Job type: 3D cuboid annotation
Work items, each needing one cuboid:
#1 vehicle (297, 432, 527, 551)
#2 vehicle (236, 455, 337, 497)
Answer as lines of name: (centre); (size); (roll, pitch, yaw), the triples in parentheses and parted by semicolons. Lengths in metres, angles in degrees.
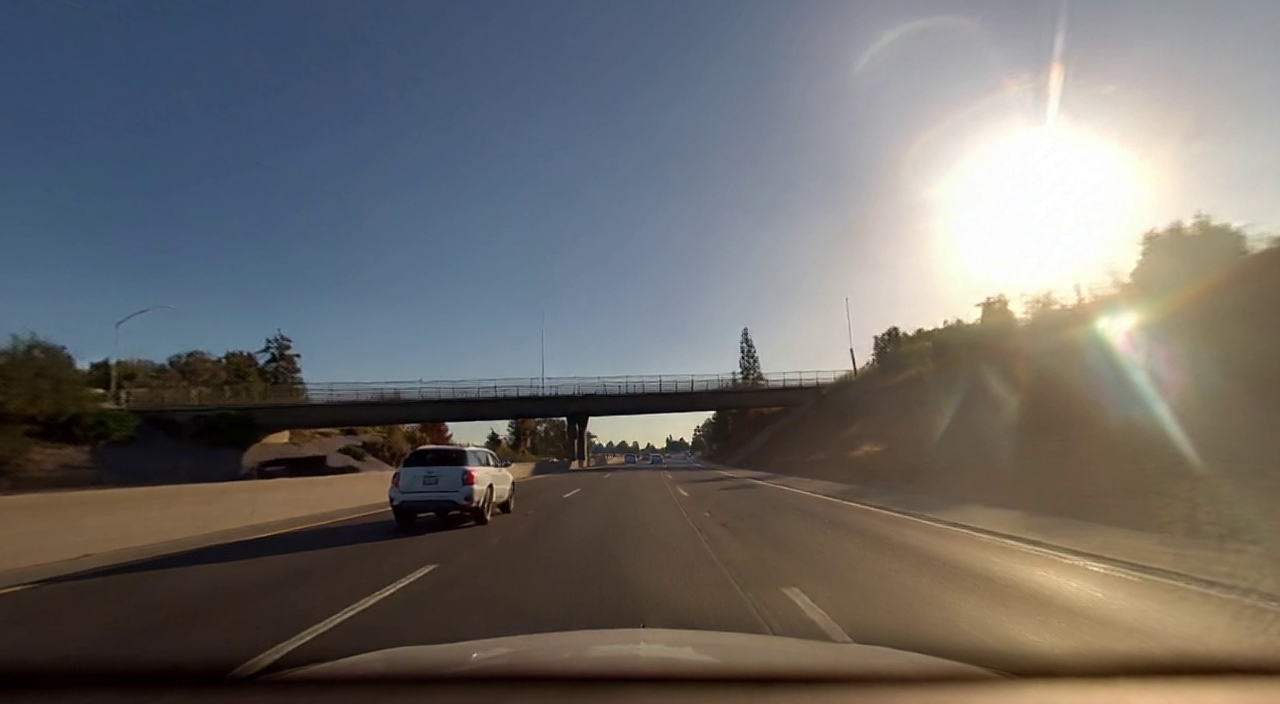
vehicle: (-3.605, 2.328, 11.233); (2.274, 1.628, 4.807); (0, -9, 0)
vehicle: (-16.219, 5.682, 29.280); (1.969, 1.759, 4.607); (0, -9, 0)
